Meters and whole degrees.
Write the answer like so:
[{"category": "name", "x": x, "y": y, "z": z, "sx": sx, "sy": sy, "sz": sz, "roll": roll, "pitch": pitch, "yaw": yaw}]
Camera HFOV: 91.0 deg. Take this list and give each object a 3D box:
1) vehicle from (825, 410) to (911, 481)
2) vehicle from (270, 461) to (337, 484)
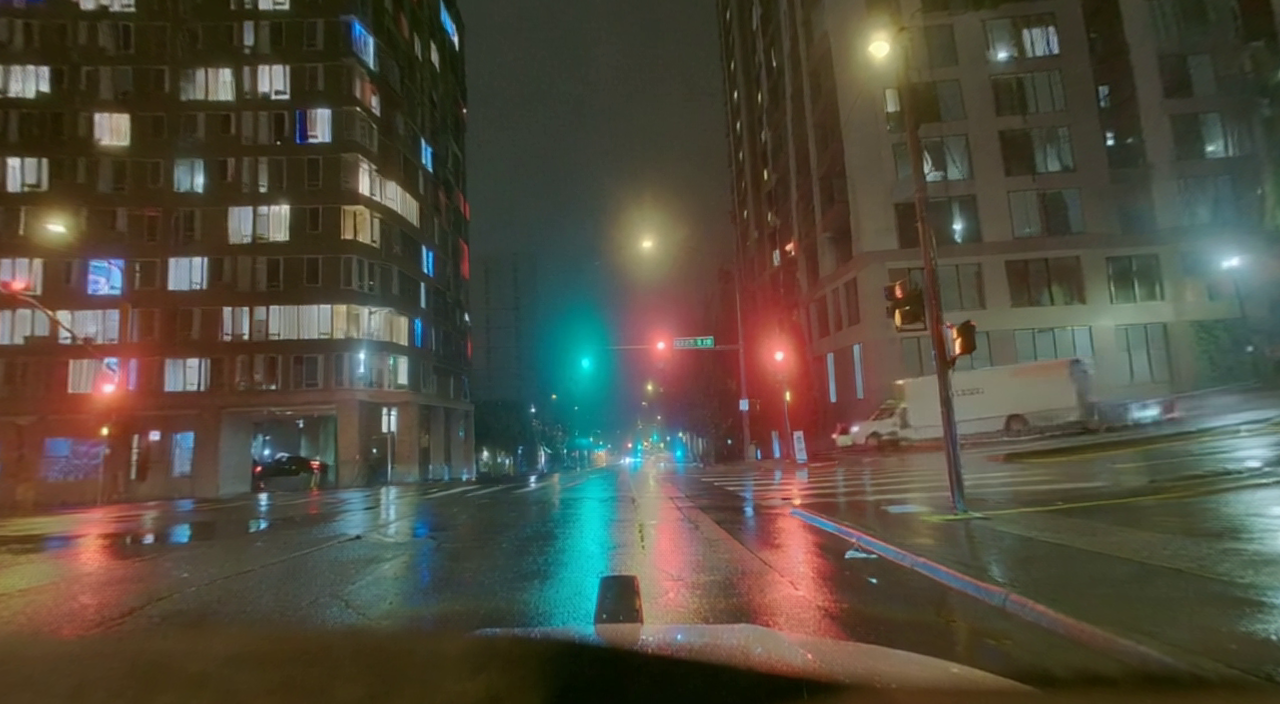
[{"category": "vehicle", "x": 11.433, "y": 4.625, "z": 31.073, "sx": 2.948, "sy": 3.071, "sz": 7.295, "roll": -4, "pitch": -10, "yaw": 27}, {"category": "vehicle", "x": -24.677, "y": 8.824, "z": 46.283, "sx": 3.882, "sy": 1.600, "sz": 1.768, "roll": 0, "pitch": -9, "yaw": 2}]
